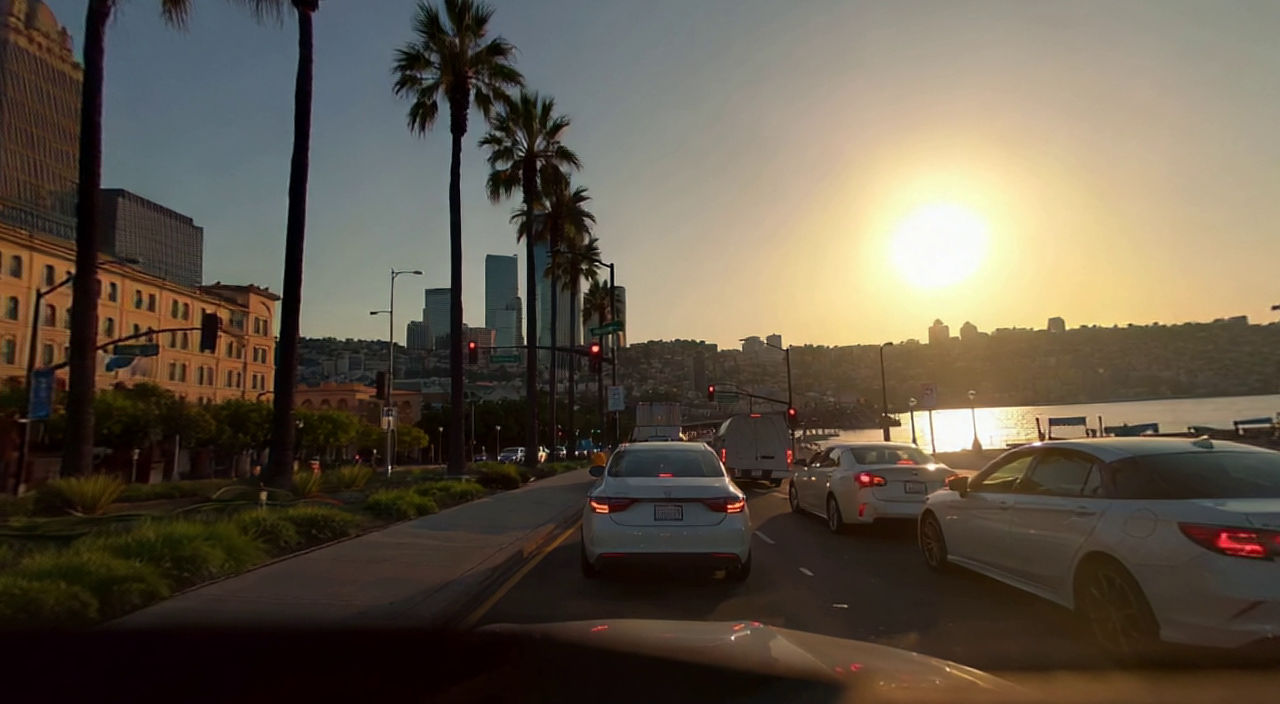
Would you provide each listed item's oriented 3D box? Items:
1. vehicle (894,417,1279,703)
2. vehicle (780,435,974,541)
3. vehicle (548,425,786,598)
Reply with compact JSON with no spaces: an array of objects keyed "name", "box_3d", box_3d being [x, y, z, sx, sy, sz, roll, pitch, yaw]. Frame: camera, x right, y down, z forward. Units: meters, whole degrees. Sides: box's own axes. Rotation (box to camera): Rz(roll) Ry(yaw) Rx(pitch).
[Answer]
[{"name":"vehicle","box_3d":[3.912,1.362,5.084,1.913,1.469,4.425,0,-9,0]},{"name":"vehicle","box_3d":[3.888,2.288,11.313,1.920,1.490,4.417,-1,-9,2]},{"name":"vehicle","box_3d":[0.263,1.696,7.480,2.093,1.503,3.681,0,-9,1]}]
